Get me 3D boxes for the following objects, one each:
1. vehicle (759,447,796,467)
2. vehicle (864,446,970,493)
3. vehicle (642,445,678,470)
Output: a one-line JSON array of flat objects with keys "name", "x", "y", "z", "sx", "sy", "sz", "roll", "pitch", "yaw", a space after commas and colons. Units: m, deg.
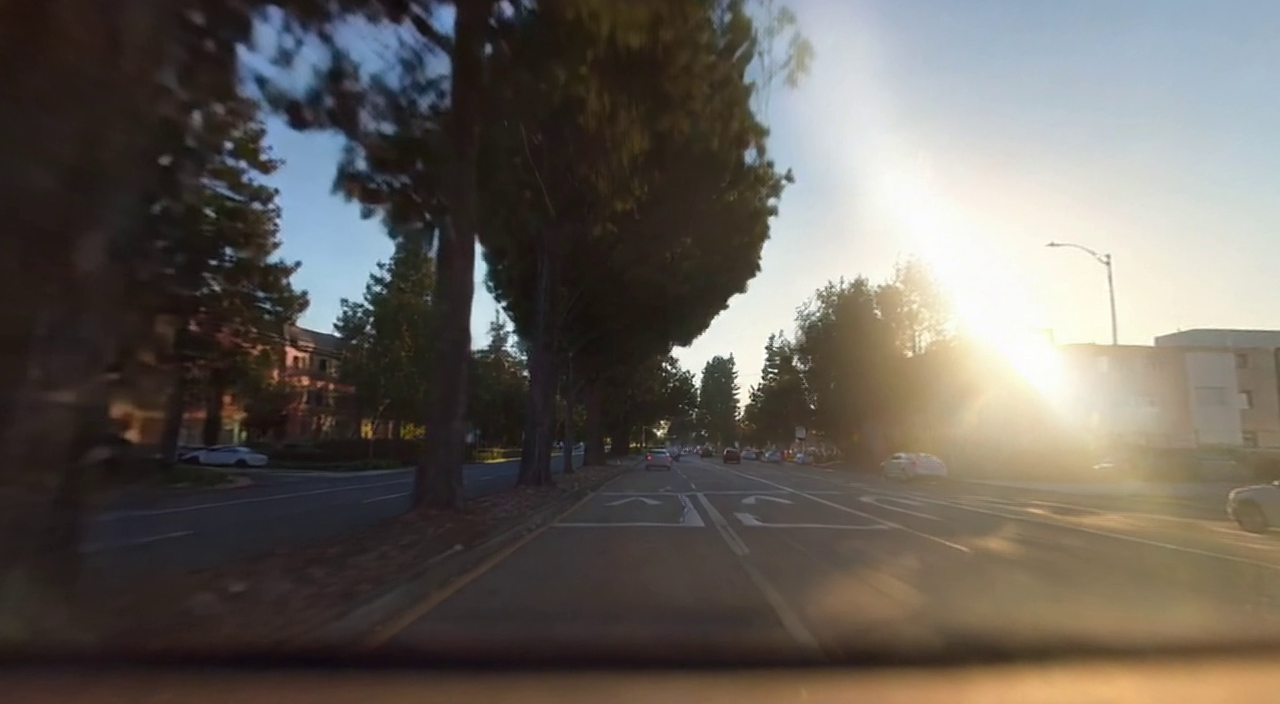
[{"name": "vehicle", "x": 10.542, "y": 8.049, "z": 48.743, "sx": 1.888, "sy": 1.472, "sz": 4.350, "roll": 0, "pitch": -8, "yaw": 0}, {"name": "vehicle", "x": 9.634, "y": 4.089, "z": 22.373, "sx": 2.020, "sy": 1.472, "sz": 3.958, "roll": 0, "pitch": -8, "yaw": 1}, {"name": "vehicle", "x": 1.206, "y": 6.498, "z": 39.187, "sx": 2.077, "sy": 1.477, "sz": 3.897, "roll": 0, "pitch": -8, "yaw": 1}]
